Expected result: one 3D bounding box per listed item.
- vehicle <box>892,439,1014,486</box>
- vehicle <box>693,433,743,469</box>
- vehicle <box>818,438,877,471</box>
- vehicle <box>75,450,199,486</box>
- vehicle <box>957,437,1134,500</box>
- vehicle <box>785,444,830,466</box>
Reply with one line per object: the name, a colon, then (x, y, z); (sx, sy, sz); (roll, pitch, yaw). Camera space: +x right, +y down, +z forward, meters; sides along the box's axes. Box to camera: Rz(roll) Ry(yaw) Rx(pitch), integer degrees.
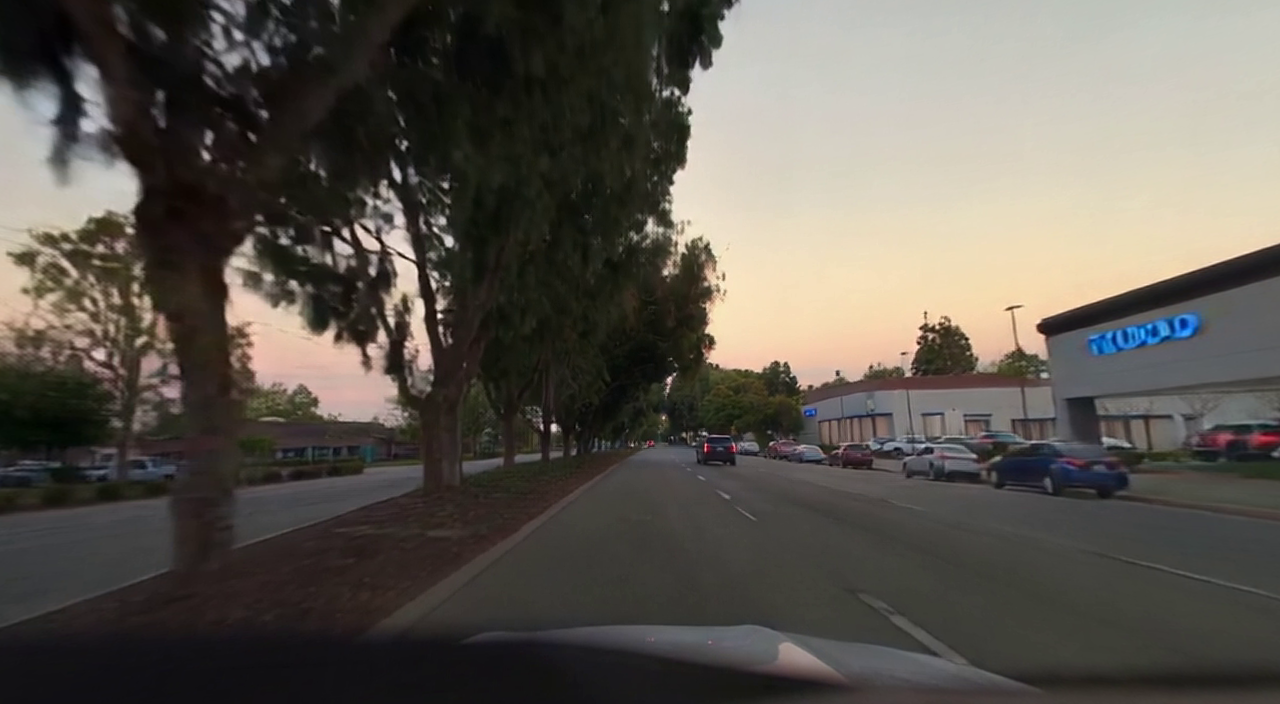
vehicle: (10.944, 3.892, 22.515); (1.894, 1.469, 4.730); (0, -8, -1)
vehicle: (4.229, 5.461, 34.879); (2.183, 1.845, 4.482); (0, -9, 0)
vehicle: (11.092, 5.512, 33.999); (1.958, 1.654, 4.258); (-1, -9, 4)
vehicle: (-27.185, 6.275, 34.201); (4.874, 1.859, 2.019); (0, -9, -3)
vehicle: (10.766, 3.111, 17.225); (1.842, 1.474, 4.456); (0, -9, 0)
vehicle: (11.247, 6.921, 42.548); (1.824, 1.364, 4.238); (0, -9, 0)
